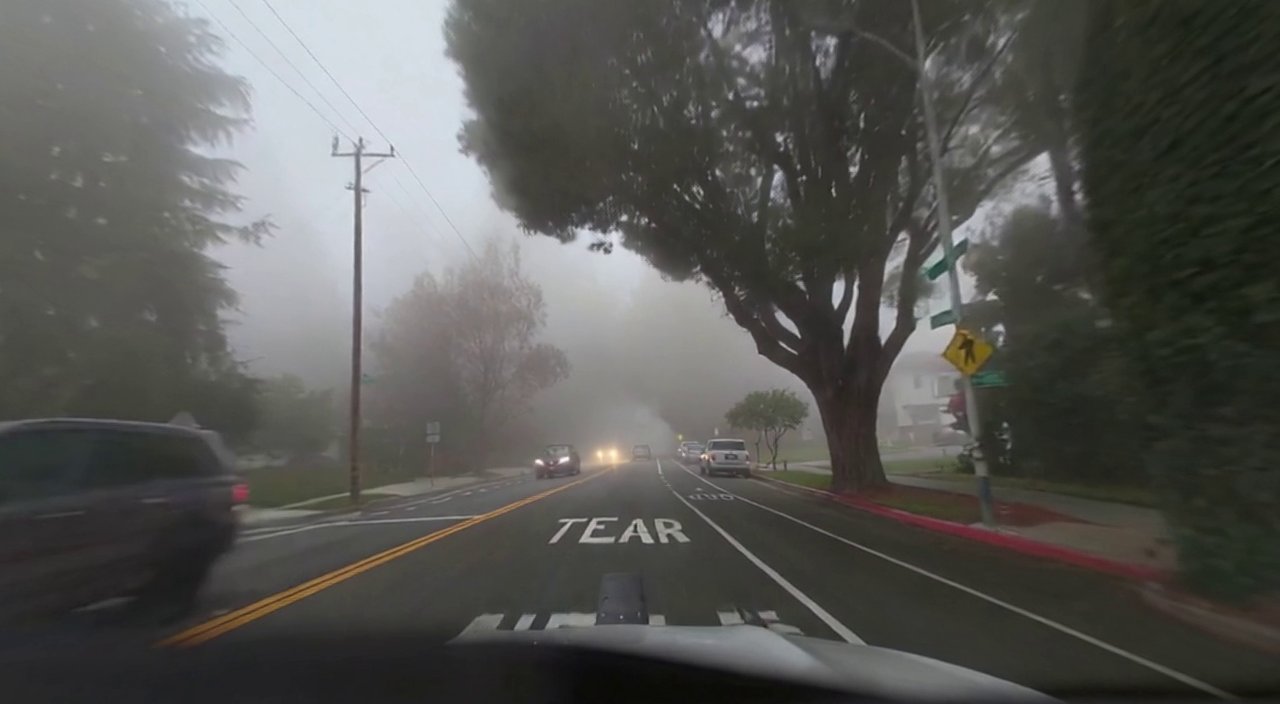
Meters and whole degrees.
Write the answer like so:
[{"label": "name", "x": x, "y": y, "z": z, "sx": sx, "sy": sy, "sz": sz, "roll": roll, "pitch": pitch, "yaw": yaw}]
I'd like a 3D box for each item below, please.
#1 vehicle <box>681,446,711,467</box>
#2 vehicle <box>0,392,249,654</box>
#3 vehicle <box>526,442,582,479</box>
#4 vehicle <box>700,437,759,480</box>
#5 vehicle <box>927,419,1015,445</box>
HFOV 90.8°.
[{"label": "vehicle", "x": 4.168, "y": 7.800, "z": 47.416, "sx": 1.874, "sy": 1.415, "sz": 4.683, "roll": -1, "pitch": -9, "yaw": 0}, {"label": "vehicle", "x": -5.836, "y": 1.434, "z": 5.339, "sx": 2.037, "sy": 1.948, "sz": 4.621, "roll": -4, "pitch": -9, "yaw": 2}, {"label": "vehicle", "x": -4.467, "y": 5.759, "z": 33.835, "sx": 2.091, "sy": 1.793, "sz": 5.296, "roll": -1, "pitch": -8, "yaw": 2}, {"label": "vehicle", "x": 3.874, "y": 4.740, "z": 28.313, "sx": 2.087, "sy": 1.725, "sz": 4.986, "roll": -1, "pitch": -9, "yaw": 2}, {"label": "vehicle", "x": 22.321, "y": 5.417, "z": 42.724, "sx": 4.799, "sy": 1.678, "sz": 2.002, "roll": 0, "pitch": -9, "yaw": -4}]
